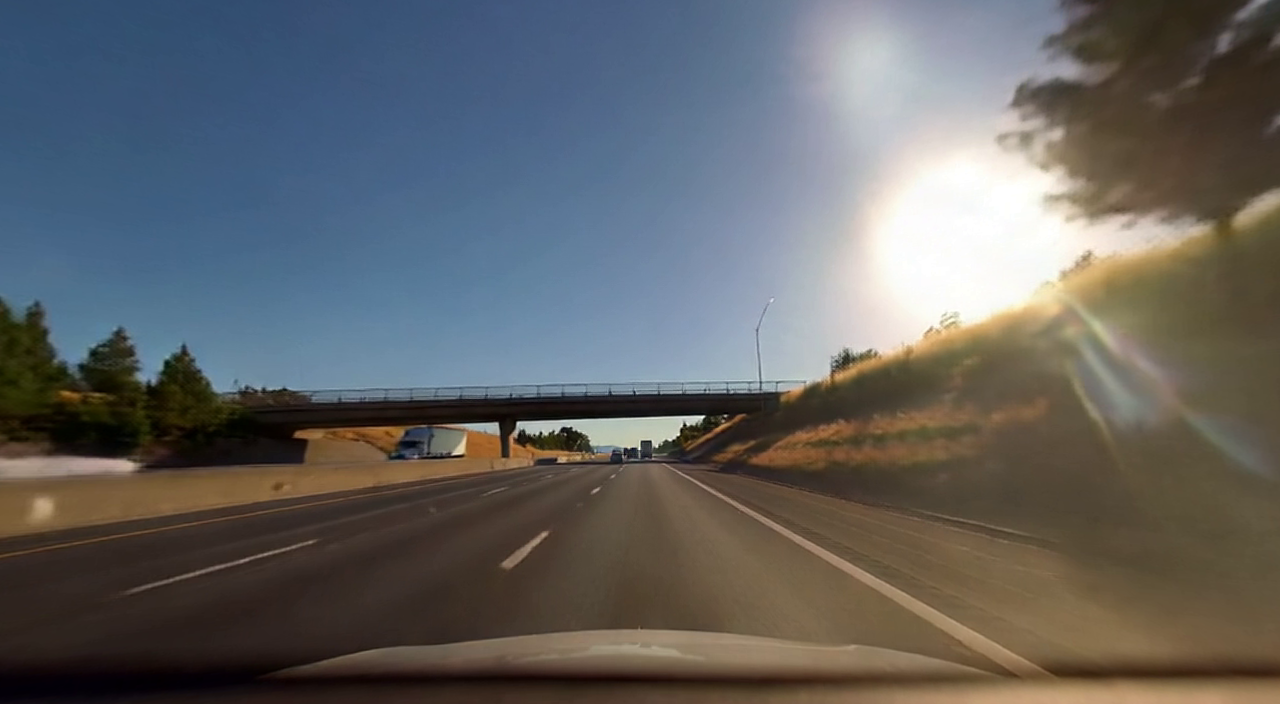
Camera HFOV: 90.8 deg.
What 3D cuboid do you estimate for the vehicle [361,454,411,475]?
[{"bbox_3d":[-18.412,8.161,45.957,1.764,1.449,4.543,0,-9,0],"label":"vehicle"}]
